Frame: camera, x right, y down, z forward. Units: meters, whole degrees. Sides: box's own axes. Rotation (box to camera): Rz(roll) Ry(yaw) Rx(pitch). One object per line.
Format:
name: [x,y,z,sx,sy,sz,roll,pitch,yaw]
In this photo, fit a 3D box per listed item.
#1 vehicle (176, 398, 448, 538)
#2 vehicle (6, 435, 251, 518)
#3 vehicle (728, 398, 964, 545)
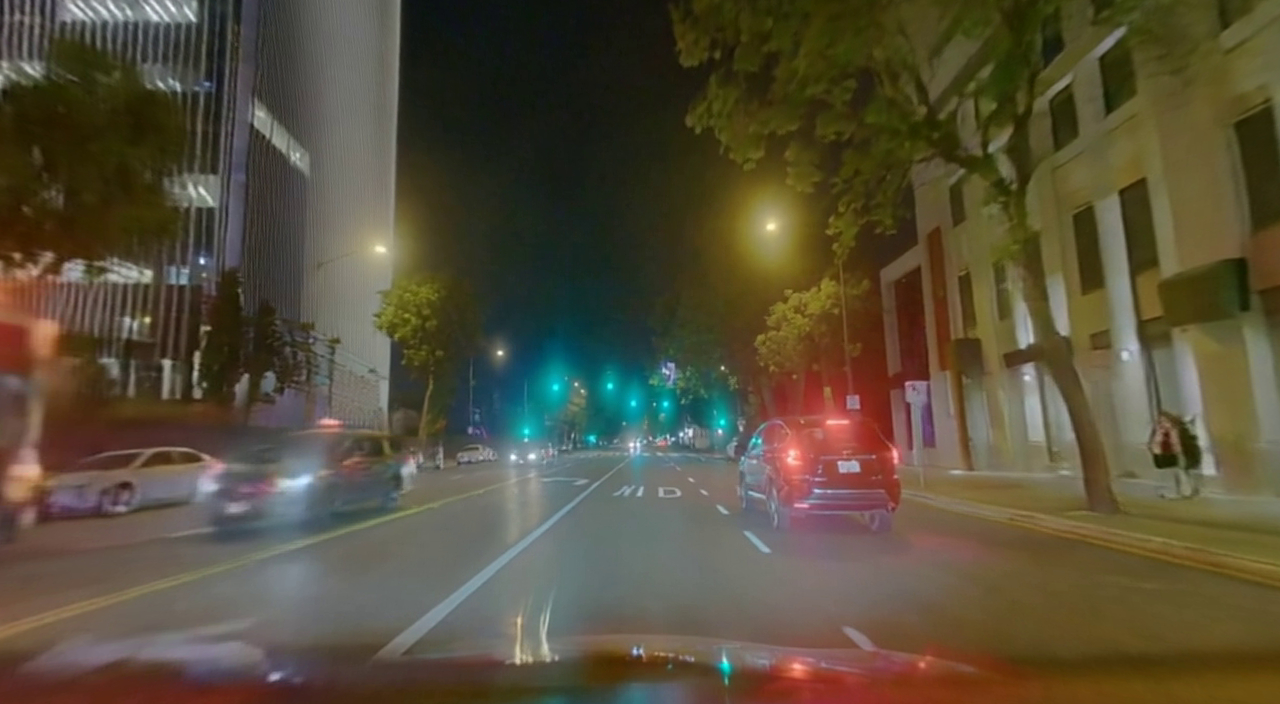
vehicle: [-5.198,1.926,11.060,2.030,1.881,4.994,0,-8,0]
vehicle: [-12.304,2.986,15.773,1.871,1.721,4.973,0,-8,1]
vehicle: [2.981,1.900,10.730,2.118,1.848,5.426,0,-8,-1]
